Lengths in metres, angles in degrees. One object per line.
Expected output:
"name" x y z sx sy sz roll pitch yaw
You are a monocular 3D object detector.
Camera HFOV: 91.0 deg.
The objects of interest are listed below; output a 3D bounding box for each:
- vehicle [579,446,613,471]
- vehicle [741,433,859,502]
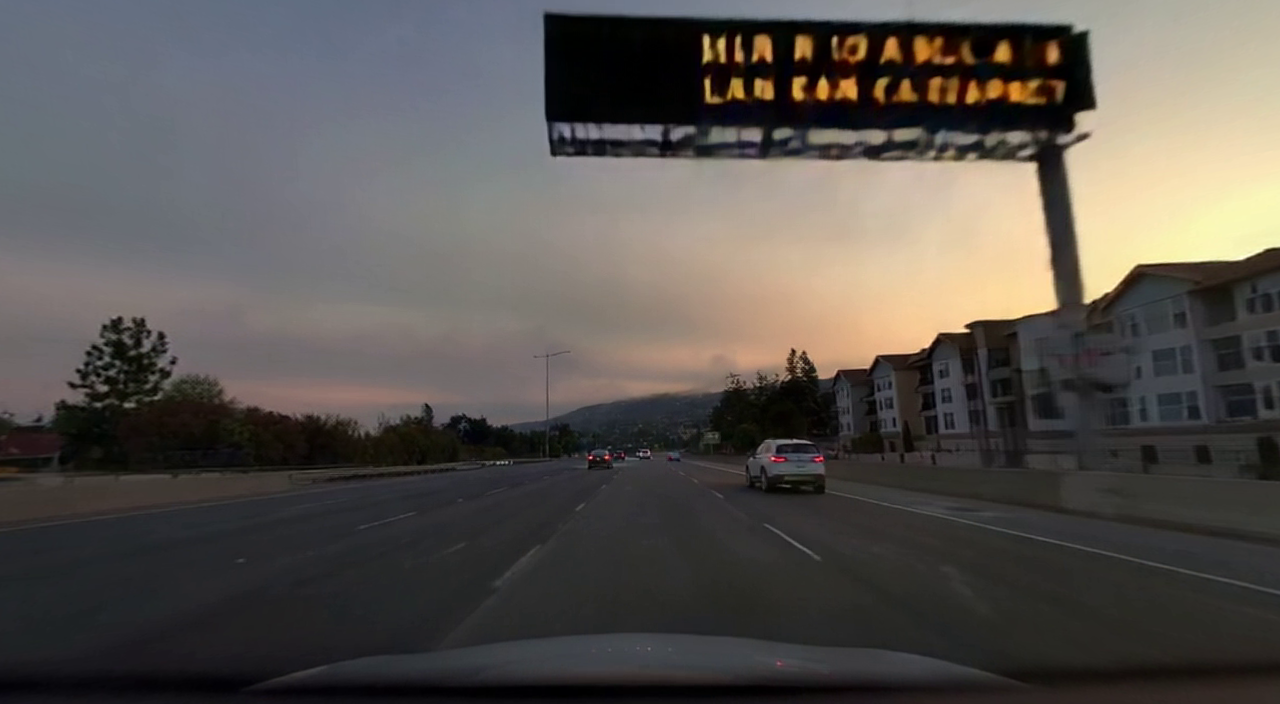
"vehicle" -3.113 7.673 45.625 2.075 1.721 4.763 0 -9 0
"vehicle" 4.503 3.335 18.584 2.170 1.733 4.631 0 -9 -1
